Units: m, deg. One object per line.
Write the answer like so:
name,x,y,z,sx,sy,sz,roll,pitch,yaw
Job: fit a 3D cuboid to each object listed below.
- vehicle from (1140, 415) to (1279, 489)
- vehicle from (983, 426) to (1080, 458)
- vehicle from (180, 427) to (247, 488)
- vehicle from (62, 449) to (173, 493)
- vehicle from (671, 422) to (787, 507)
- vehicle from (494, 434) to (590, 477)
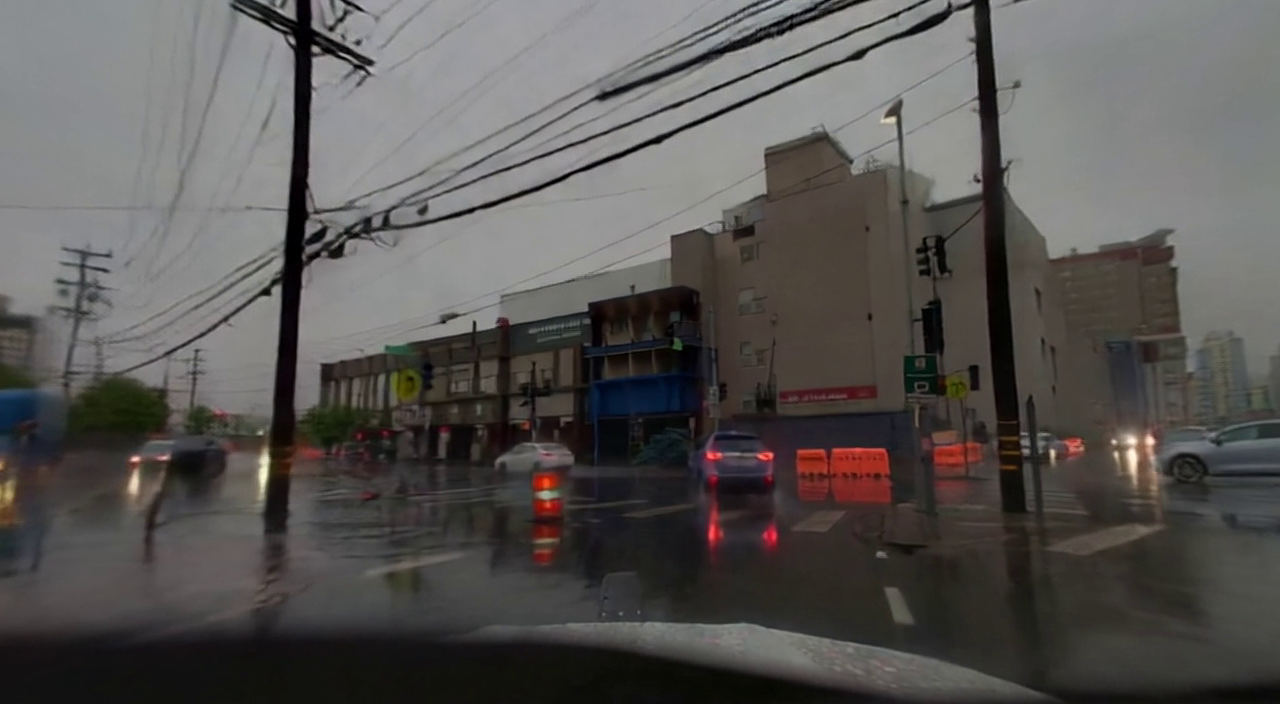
vehicle,16.533,2.615,16.633,4.740,1.802,2.249,-4,-9,25
vehicle,22.070,5.107,35.707,4.382,1.688,1.937,-6,-10,36
vehicle,-20.153,4.963,30.017,1.959,2.654,4.078,4,-9,-26
vehicle,-23.191,5.252,28.333,2.509,1.731,4.549,3,-9,-23
vehicle,2.097,2.867,16.653,2.256,1.859,5.118,0,-8,-1
vehicle,-4.996,5.125,31.592,2.206,1.911,5.548,6,-10,-39
